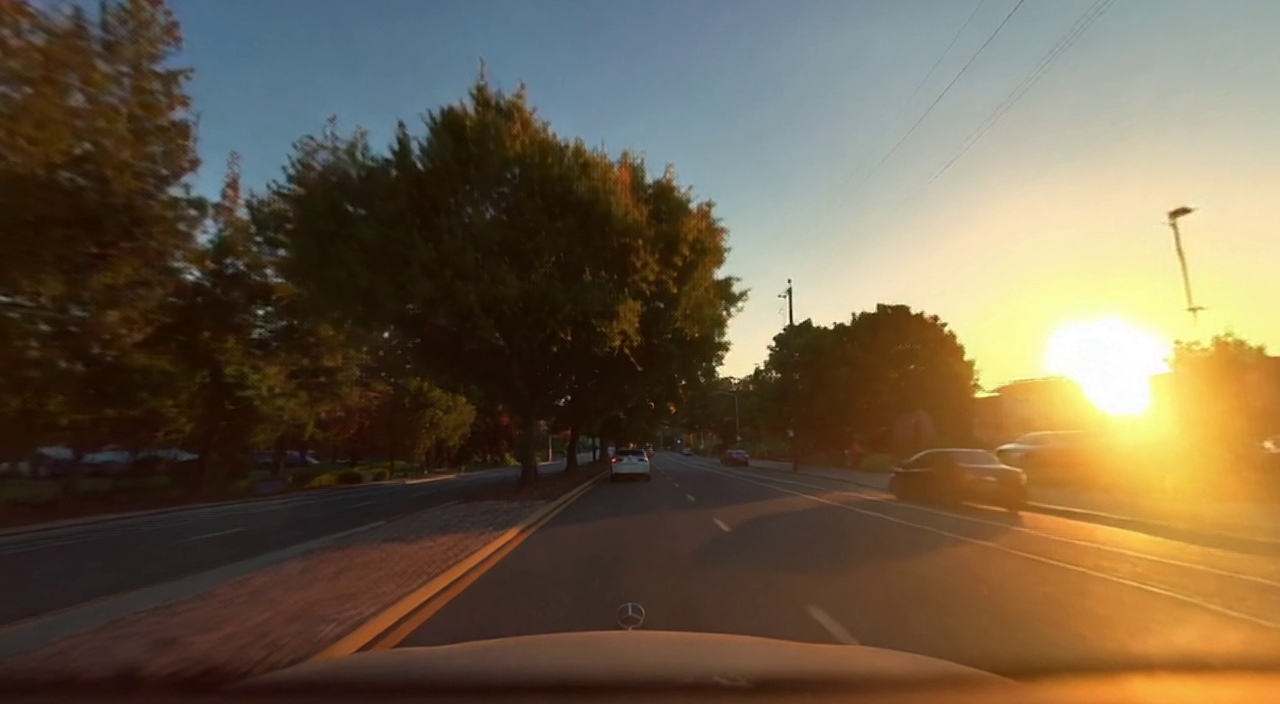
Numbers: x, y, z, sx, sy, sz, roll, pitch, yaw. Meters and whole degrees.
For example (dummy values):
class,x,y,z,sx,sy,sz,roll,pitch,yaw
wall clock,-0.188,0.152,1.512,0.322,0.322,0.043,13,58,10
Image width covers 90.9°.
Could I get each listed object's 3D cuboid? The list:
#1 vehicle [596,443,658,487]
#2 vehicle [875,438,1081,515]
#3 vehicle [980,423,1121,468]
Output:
class,x,y,z,sx,sy,sz,roll,pitch,yaw
vehicle,-0.467,4.188,23.640,2.099,1.470,4.302,0,-9,0
vehicle,7.558,2.814,14.846,2.131,1.474,4.752,0,-9,-1
vehicle,17.652,4.008,27.183,5.100,1.770,2.269,2,-9,-18
